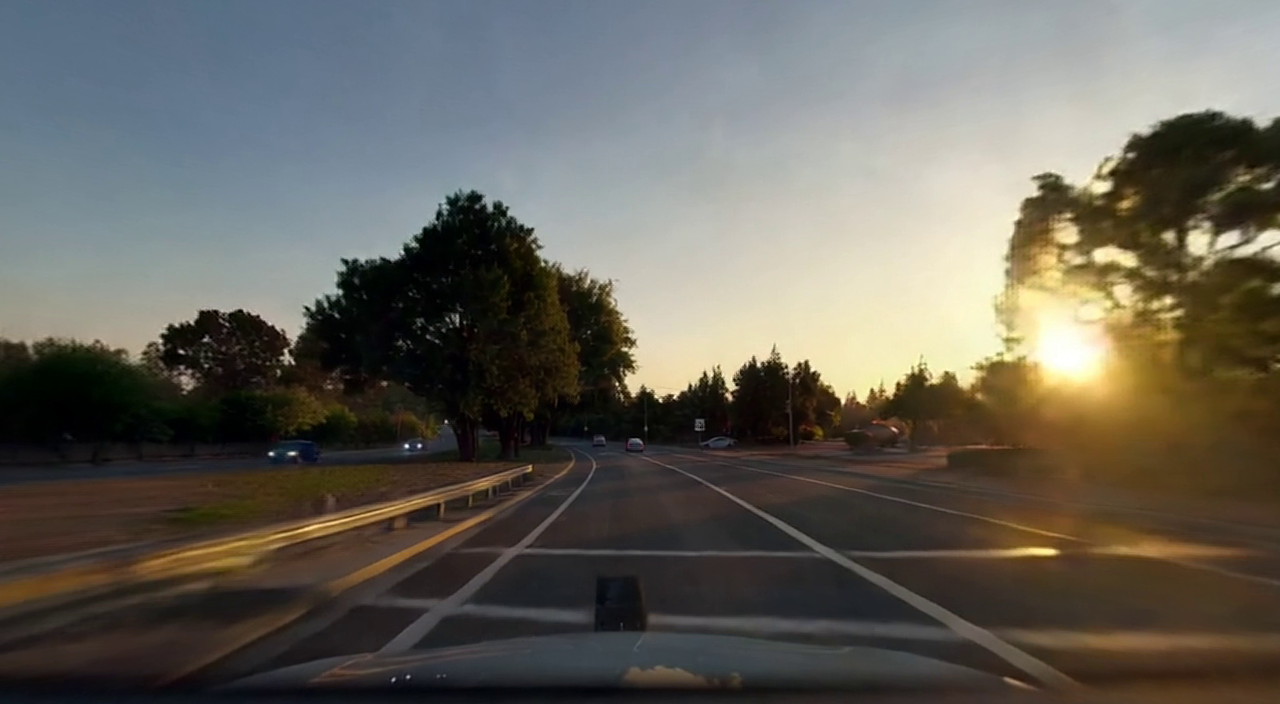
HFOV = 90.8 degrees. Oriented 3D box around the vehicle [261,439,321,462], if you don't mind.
[{"bbox_3d":[-23.678,6.718,43.076,1.826,1.473,4.374,0,-8,-4],"label":"vehicle"}]
